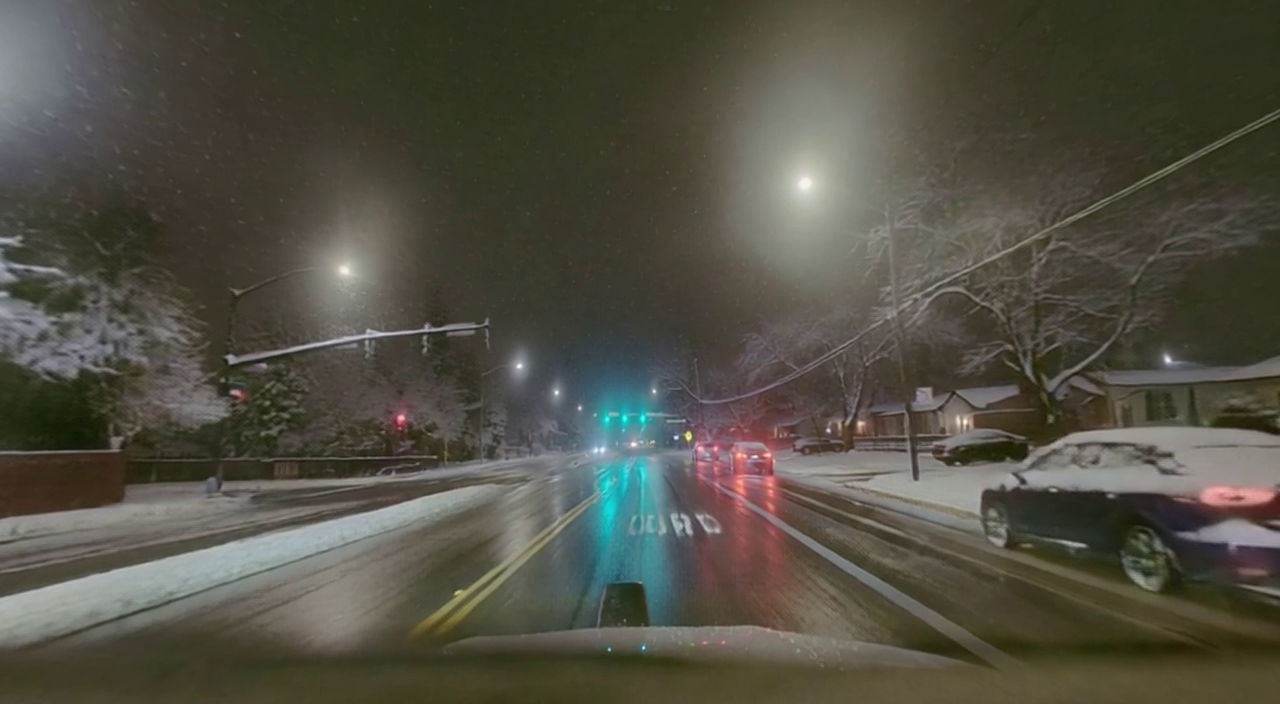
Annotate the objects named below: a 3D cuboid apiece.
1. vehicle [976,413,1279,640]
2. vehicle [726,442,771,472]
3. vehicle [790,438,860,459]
[{"bbox_3d":[5.490,1.509,6.415,1.950,1.567,4.083,0,-8,2],"label":"vehicle"},{"bbox_3d":[5.947,5.797,35.089,1.855,1.520,4.808,0,-8,2],"label":"vehicle"},{"bbox_3d":[13.175,6.872,45.084,4.461,1.461,1.805,0,-8,0],"label":"vehicle"}]
